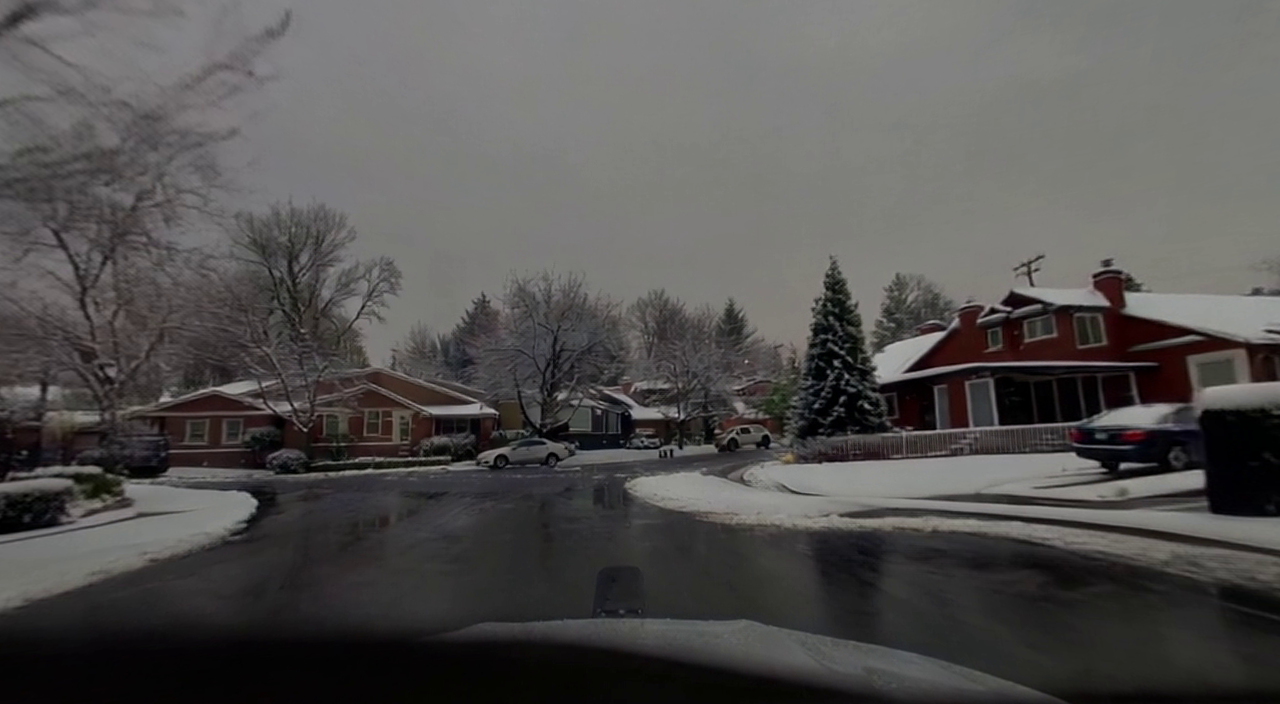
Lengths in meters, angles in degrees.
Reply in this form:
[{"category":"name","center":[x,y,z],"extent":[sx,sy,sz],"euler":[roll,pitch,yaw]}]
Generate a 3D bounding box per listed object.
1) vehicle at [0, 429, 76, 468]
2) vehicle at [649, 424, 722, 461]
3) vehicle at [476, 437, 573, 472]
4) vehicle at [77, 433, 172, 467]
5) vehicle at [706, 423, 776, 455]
[{"category":"vehicle","center":[-29.089,4.439,29.041],"extent":[4.435,1.707,2.046],"euler":[-1,-9,5]},{"category":"vehicle","center":[2.835,5.445,38.441],"extent":[2.310,1.701,4.280],"euler":[-4,-2,39]},{"category":"vehicle","center":[-6.290,5.650,34.832],"extent":[4.815,1.827,2.147],"euler":[-1,-9,7]},{"category":"vehicle","center":[-28.365,5.380,34.772],"extent":[4.237,1.728,2.203],"euler":[-4,-10,24]},{"category":"vehicle","center":[6.173,5.307,38.203],"extent":[2.152,1.773,4.495],"euler":[-7,-11,39]}]
